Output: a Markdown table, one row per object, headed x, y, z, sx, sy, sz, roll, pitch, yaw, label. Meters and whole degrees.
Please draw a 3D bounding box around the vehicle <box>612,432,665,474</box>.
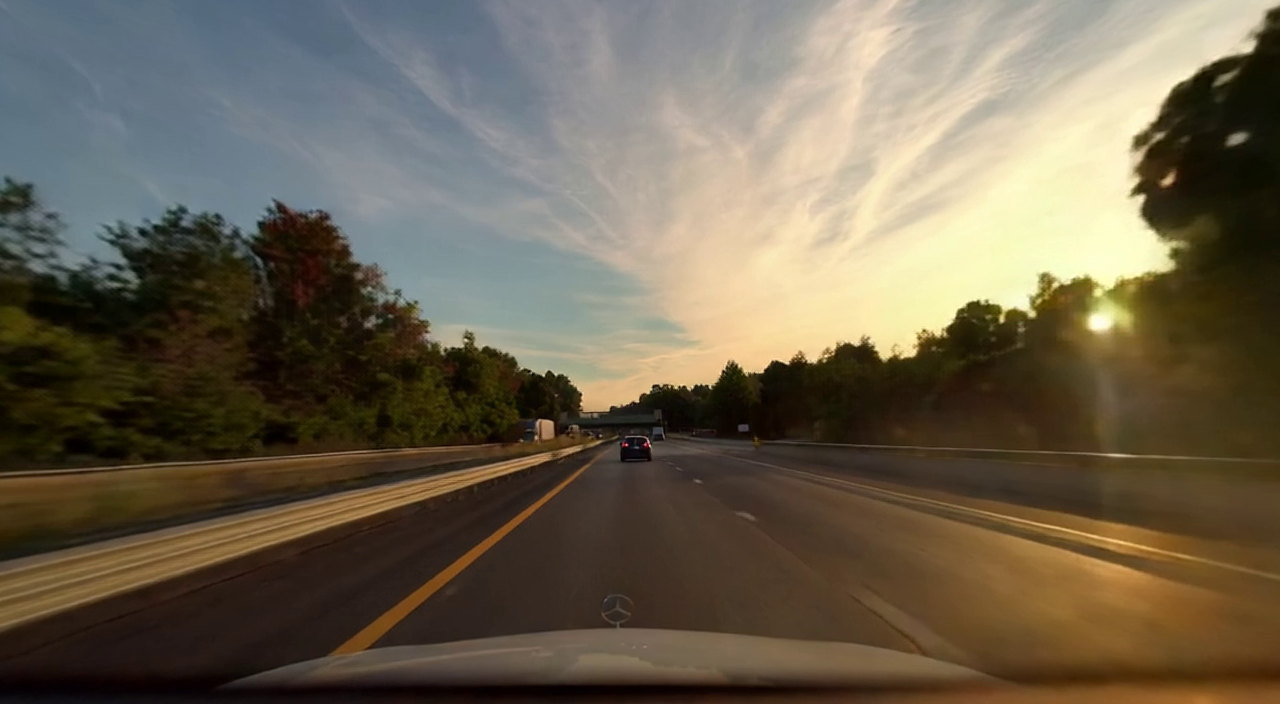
| x | y | z | sx | sy | sz | roll | pitch | yaw | label |
| --- | --- | --- | --- | --- | --- | --- | --- | --- | --- |
| -0.088 | 3.856 | 24.276 | 1.897 | 1.479 | 3.724 | 0 | -8 | -1 | vehicle |
